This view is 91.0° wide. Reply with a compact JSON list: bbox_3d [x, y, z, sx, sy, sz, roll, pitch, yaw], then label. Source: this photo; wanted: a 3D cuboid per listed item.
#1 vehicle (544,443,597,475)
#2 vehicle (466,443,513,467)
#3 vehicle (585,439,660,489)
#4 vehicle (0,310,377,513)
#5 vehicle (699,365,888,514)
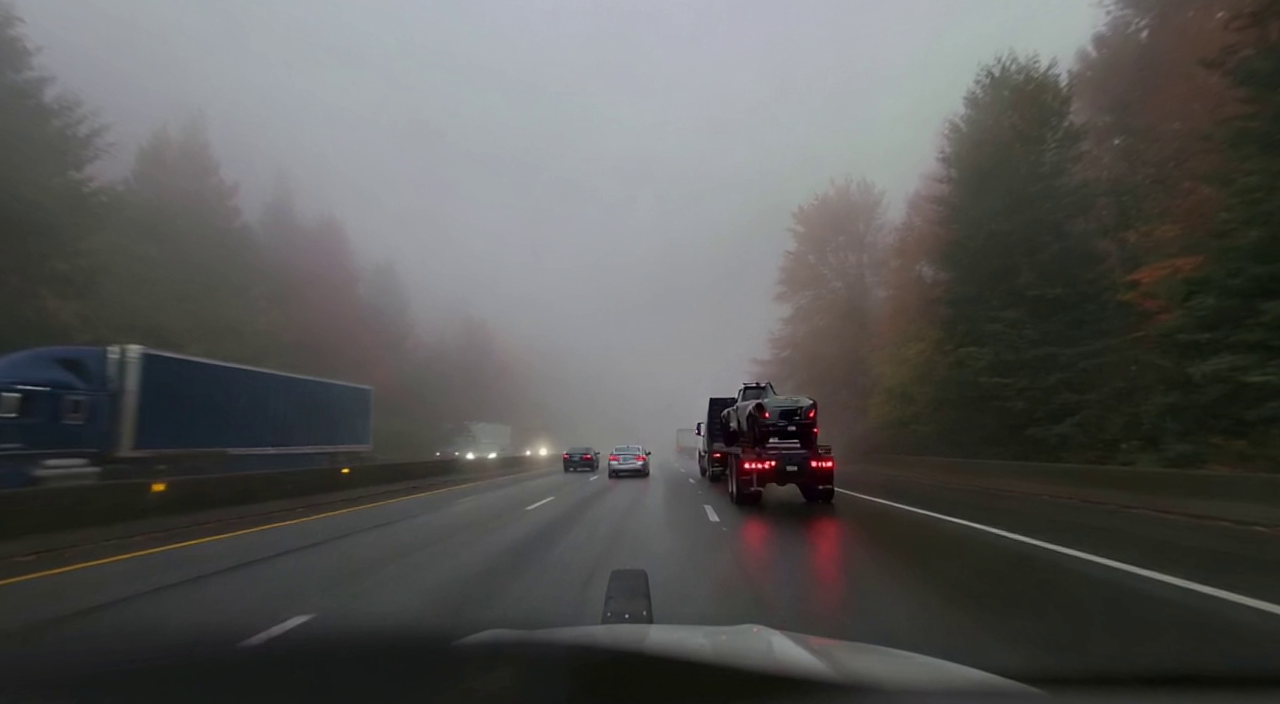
[{"bbox_3d":[-3.289,5.155,30.515,1.928,1.464,3.706,-1,-8,3],"label":"vehicle"},{"bbox_3d":[-10.098,6.950,42.498,1.905,1.511,4.095,-1,-8,4],"label":"vehicle"},{"bbox_3d":[-0.468,3.677,21.031,2.152,1.484,4.211,-1,-8,3],"label":"vehicle"},{"bbox_3d":[-14.978,2.508,22.157,3.330,4.410,17.004,-1,-8,3],"label":"vehicle"},{"bbox_3d":[3.976,2.870,20.405,3.150,3.257,13.098,0,-8,1],"label":"vehicle"}]
